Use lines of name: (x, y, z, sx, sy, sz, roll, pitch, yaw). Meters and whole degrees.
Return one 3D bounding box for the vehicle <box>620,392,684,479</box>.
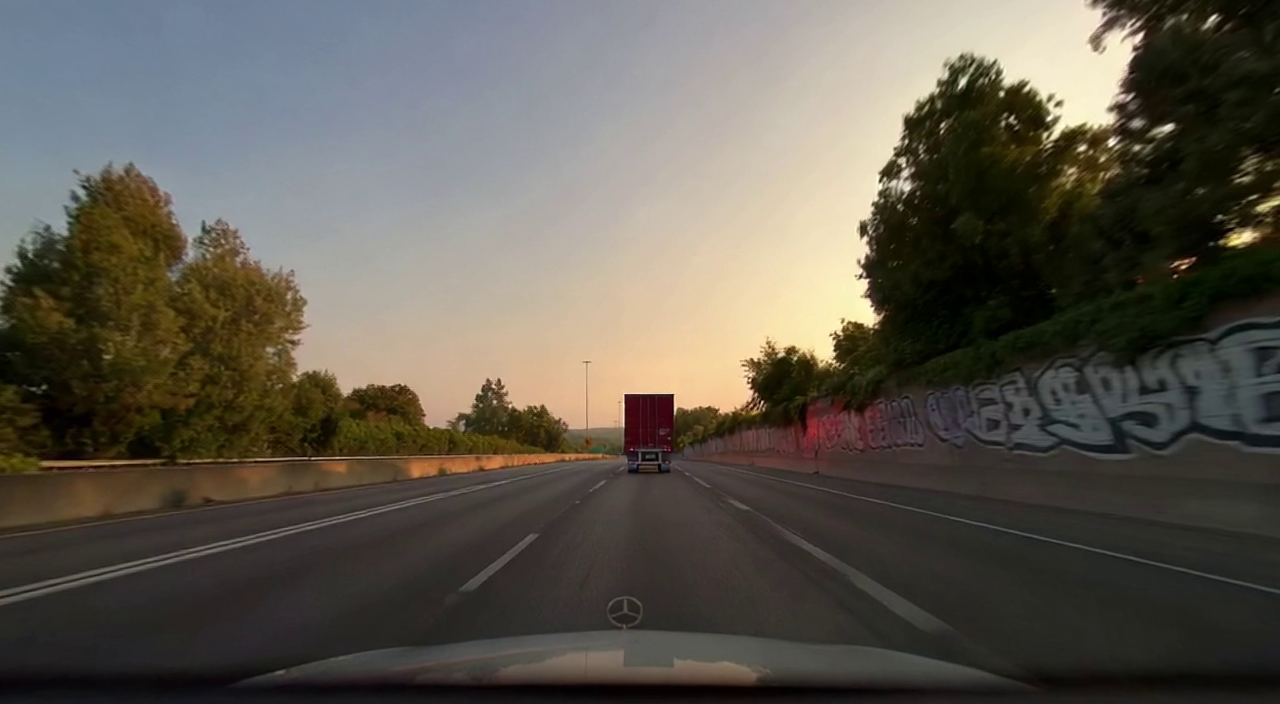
vehicle: (0.377, 4.625, 33.915, 2.900, 3.955, 10.151, 0, -9, -2)
